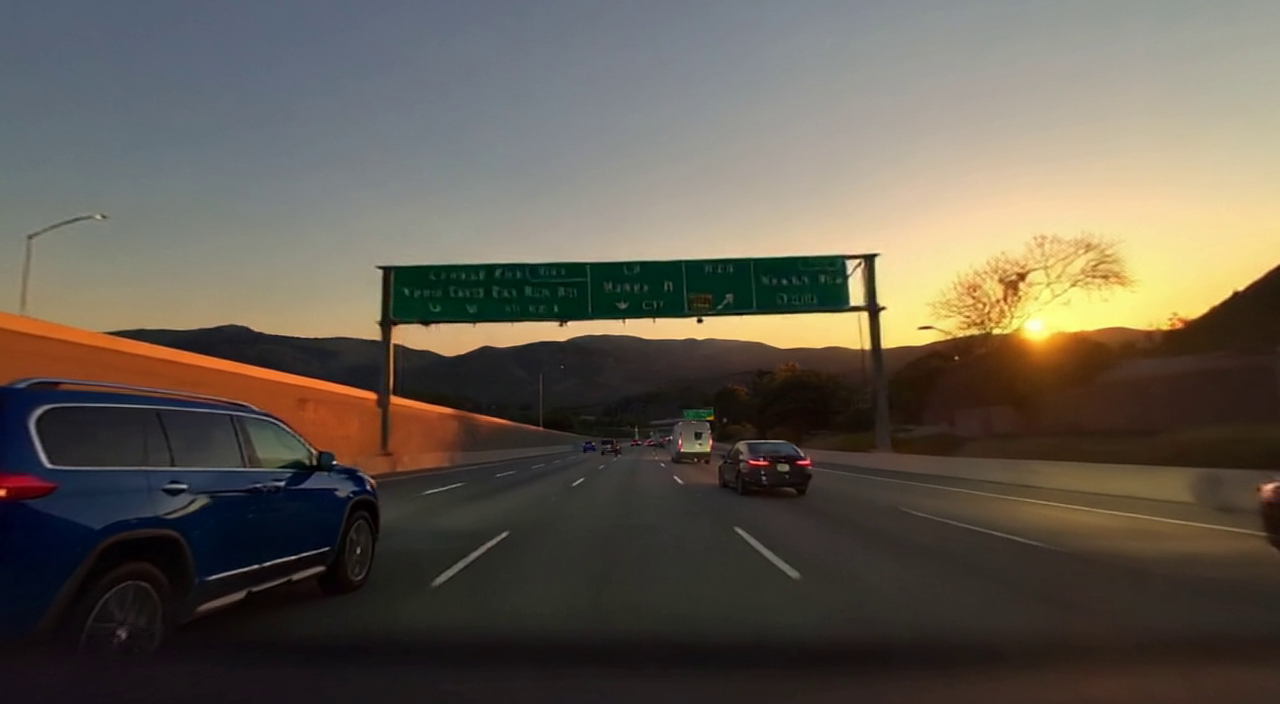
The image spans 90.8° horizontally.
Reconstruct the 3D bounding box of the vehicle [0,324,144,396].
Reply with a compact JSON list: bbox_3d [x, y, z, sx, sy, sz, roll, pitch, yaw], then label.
[{"bbox_3d":[-18.404,0.370,19.460,2.044,1.573,4.964,0,-8,3],"label":"vehicle"}]

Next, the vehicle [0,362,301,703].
[{"bbox_3d":[-4.021,0.949,3.454,2.000,1.646,4.201,0,-8,0],"label":"vehicle"}]

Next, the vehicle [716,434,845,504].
[{"bbox_3d":[3.392,2.944,16.446,2.108,1.509,5.059,0,-8,-1],"label":"vehicle"}]

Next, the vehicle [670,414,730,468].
[{"bbox_3d":[3.255,5.058,35.797,2.629,2.718,6.740,0,-8,-1],"label":"vehicle"}]
